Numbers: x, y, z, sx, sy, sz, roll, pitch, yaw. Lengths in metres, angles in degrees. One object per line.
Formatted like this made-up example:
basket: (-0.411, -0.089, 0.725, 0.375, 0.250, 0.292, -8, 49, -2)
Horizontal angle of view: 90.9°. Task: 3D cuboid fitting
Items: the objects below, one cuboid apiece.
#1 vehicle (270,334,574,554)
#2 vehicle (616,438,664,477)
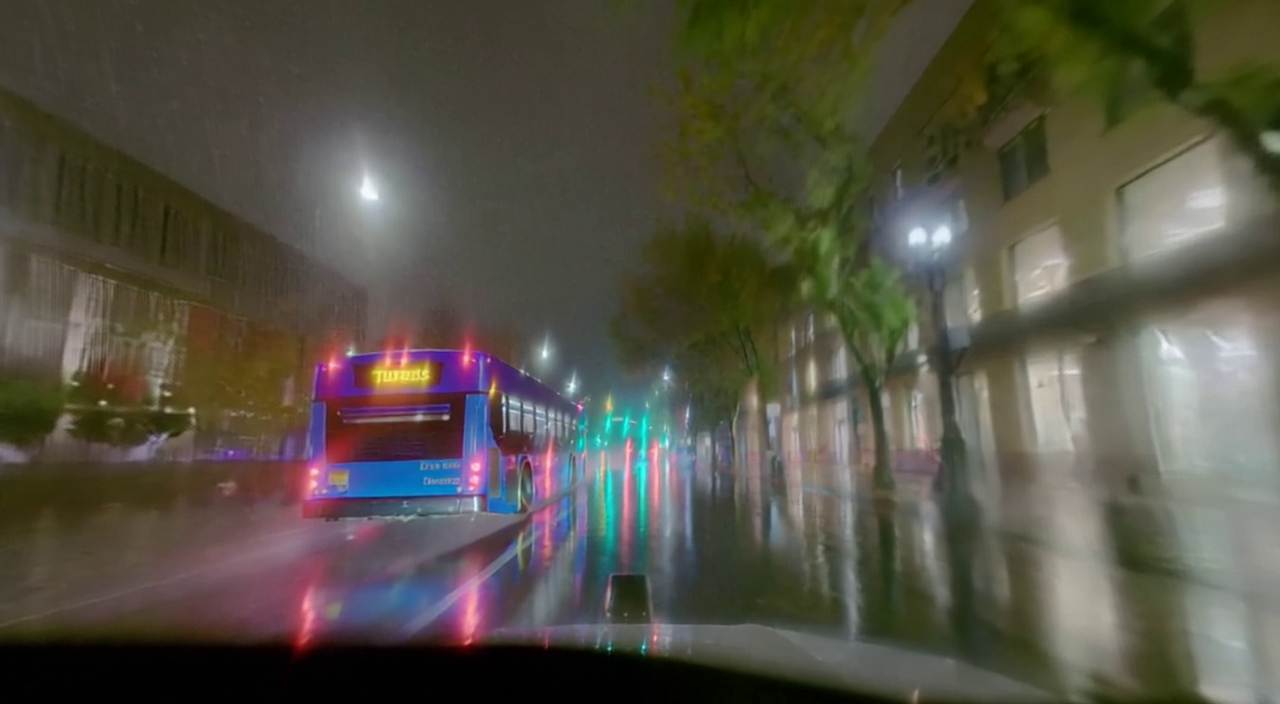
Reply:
vehicle: (-3.303, 1.782, 12.644, 2.920, 2.884, 8.588, 0, -8, 1)
vehicle: (0.018, 5.030, 30.336, 2.120, 1.727, 3.917, 0, -8, 1)
